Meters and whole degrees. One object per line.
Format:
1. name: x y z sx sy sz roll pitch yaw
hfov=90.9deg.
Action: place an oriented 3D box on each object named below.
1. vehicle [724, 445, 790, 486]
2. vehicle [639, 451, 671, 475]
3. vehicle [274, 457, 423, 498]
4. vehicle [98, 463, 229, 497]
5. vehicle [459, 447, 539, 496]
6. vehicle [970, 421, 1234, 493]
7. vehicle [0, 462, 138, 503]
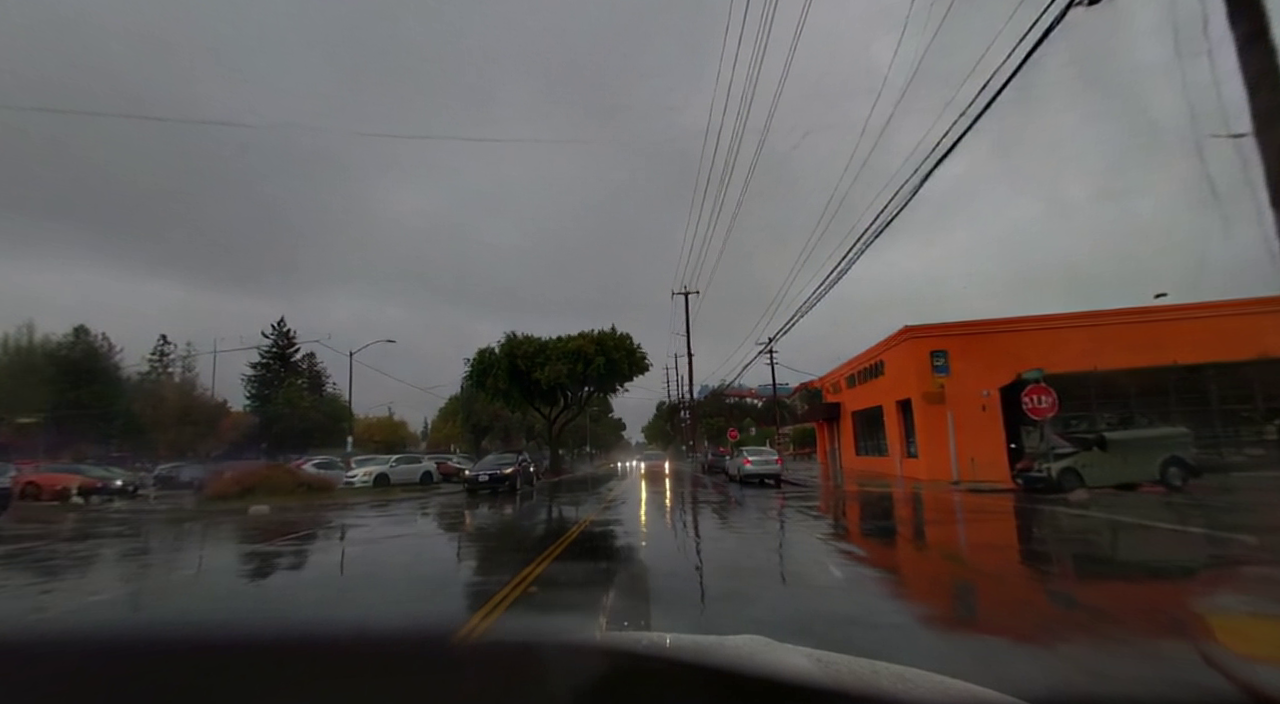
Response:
1. vehicle: 4.476 4.408 24.837 1.840 1.452 4.517 0 -8 2
2. vehicle: 0.925 7.444 42.348 2.033 1.464 4.645 0 -8 0
3. vehicle: -11.522 4.979 25.193 4.968 1.493 1.961 0 -8 -2
4. vehicle: -22.869 6.136 30.374 4.660 1.488 1.930 0 -8 -2
5. vehicle: -5.575 4.779 25.731 2.146 1.775 5.117 0 -8 -1
6. vehicle: 11.589 2.652 16.073 5.255 1.688 1.994 1 -9 -4
7. vehicle: -22.792 5.120 24.836 4.394 1.444 1.850 0 -8 -1
